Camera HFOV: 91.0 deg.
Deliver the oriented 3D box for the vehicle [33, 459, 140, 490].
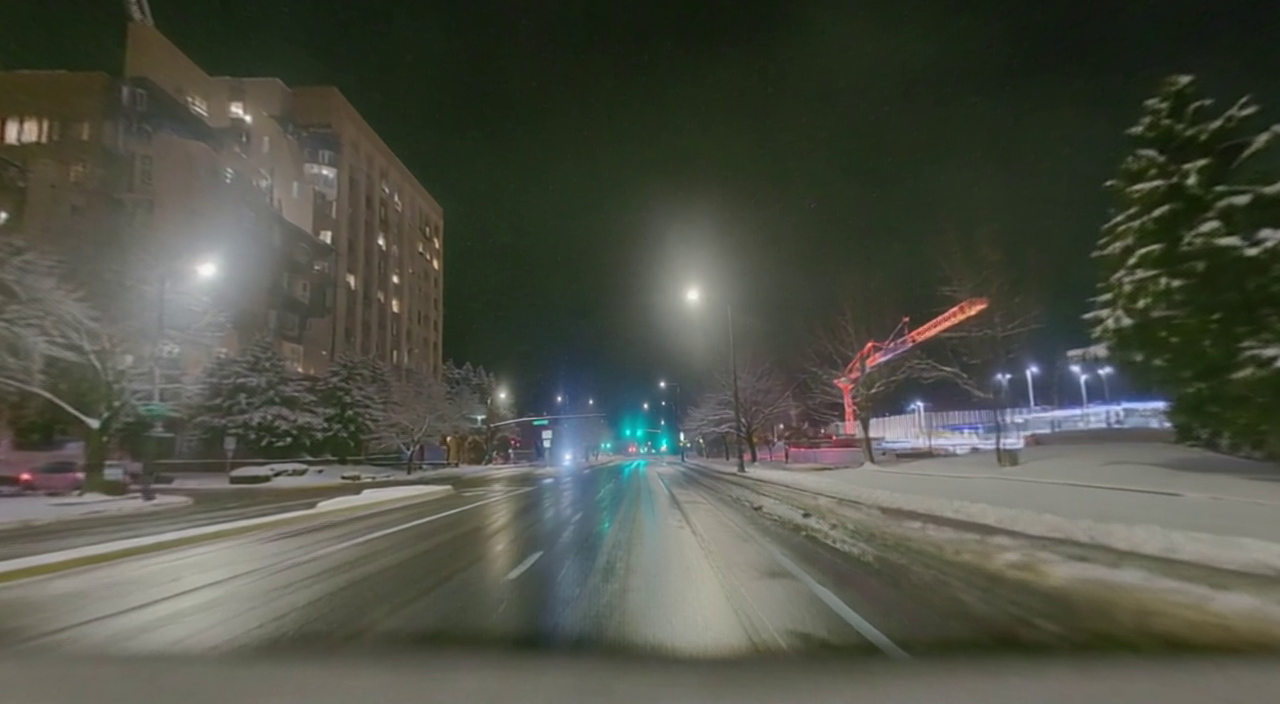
[{"bbox_3d":[-32.641,7.231,37.273,4.308,1.598,1.891,0,-8,-8],"label":"vehicle"}]
